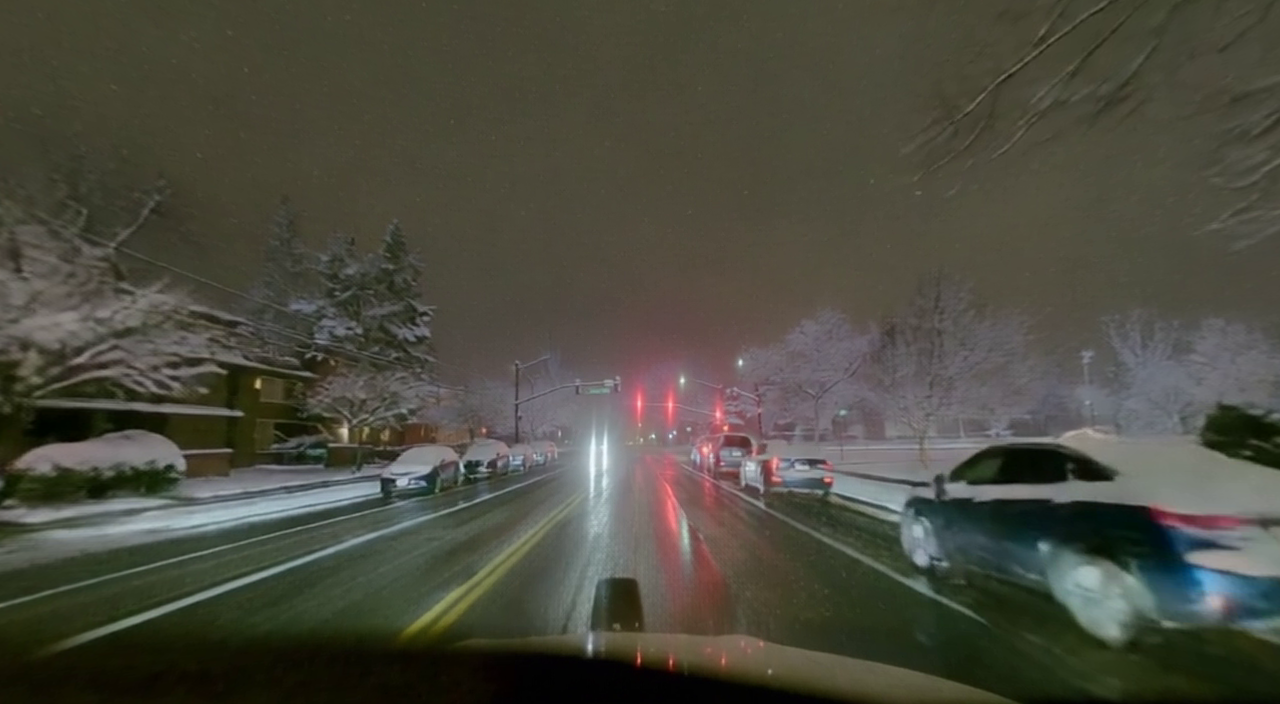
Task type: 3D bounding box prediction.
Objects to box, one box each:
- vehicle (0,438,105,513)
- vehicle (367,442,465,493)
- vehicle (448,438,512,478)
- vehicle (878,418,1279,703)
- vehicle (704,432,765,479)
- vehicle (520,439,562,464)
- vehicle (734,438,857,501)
[{"bbox_3d":[-14.157,2.621,13.469,1.921,1.518,3.799,0,-9,2],"label":"vehicle"},{"bbox_3d":[-7.526,3.879,21.548,1.976,1.554,3.654,0,-8,1],"label":"vehicle"},{"bbox_3d":[-7.541,5.035,30.168,1.994,1.718,4.518,0,-8,-1],"label":"vehicle"},{"bbox_3d":[4.026,1.414,5.529,2.005,1.466,4.767,0,-8,0],"label":"vehicle"},{"bbox_3d":[3.887,4.308,26.606,1.908,1.788,4.397,0,-8,1],"label":"vehicle"},{"bbox_3d":[-7.313,7.377,46.870,2.150,1.766,5.483,0,-8,1],"label":"vehicle"},{"bbox_3d":[3.918,3.025,16.671,2.036,1.405,4.312,0,-8,-2],"label":"vehicle"}]
